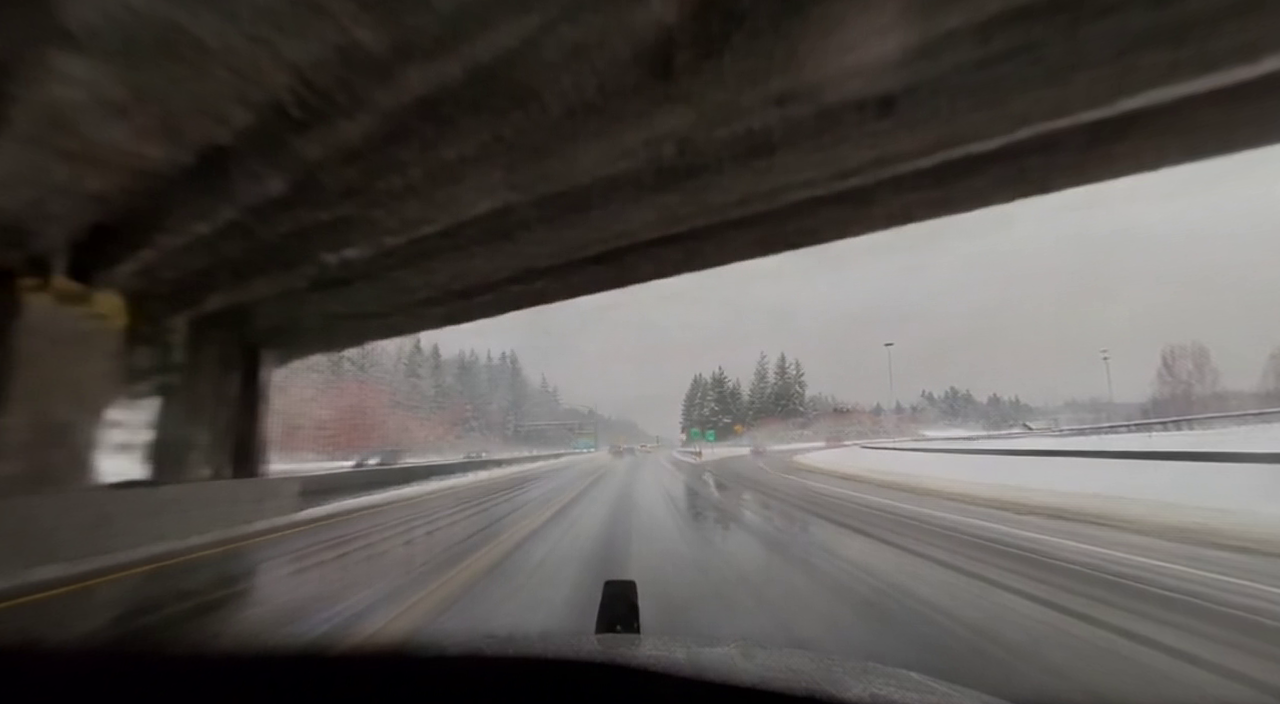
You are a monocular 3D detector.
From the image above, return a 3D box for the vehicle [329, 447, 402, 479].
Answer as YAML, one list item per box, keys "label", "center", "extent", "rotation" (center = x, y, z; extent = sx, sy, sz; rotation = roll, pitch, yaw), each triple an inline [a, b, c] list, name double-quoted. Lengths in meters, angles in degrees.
- label: "vehicle"
  center: [-15.821, 6.398, 36.449]
  extent: [1.965, 1.670, 4.881]
  rotation: [-1, -9, 1]
